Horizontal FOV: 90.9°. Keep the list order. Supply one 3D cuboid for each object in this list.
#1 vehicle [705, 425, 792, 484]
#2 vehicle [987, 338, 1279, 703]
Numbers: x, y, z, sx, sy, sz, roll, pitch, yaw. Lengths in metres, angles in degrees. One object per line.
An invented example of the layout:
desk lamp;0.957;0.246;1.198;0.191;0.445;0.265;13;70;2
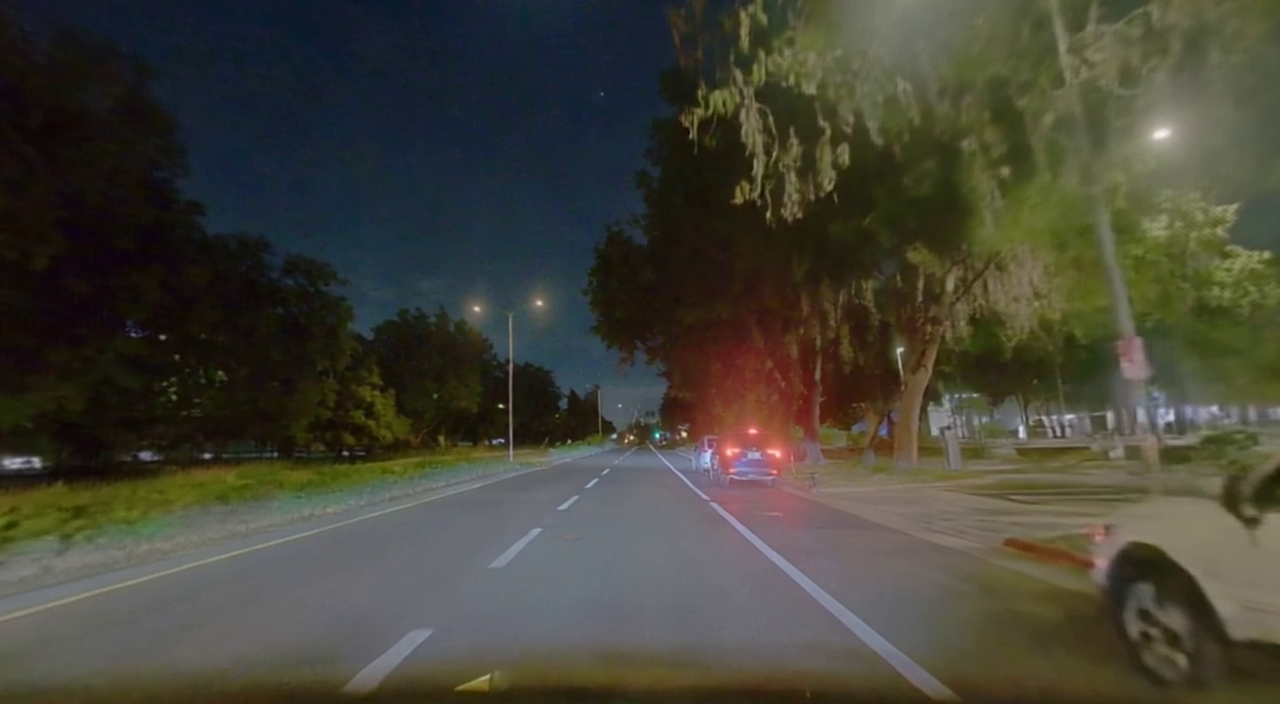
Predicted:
vehicle;3.795;3.676;22.930;2.226;1.889;4.543;0;-8;-1
vehicle;3.659;0.724;1.900;2.250;1.720;5.033;0;-8;-1
